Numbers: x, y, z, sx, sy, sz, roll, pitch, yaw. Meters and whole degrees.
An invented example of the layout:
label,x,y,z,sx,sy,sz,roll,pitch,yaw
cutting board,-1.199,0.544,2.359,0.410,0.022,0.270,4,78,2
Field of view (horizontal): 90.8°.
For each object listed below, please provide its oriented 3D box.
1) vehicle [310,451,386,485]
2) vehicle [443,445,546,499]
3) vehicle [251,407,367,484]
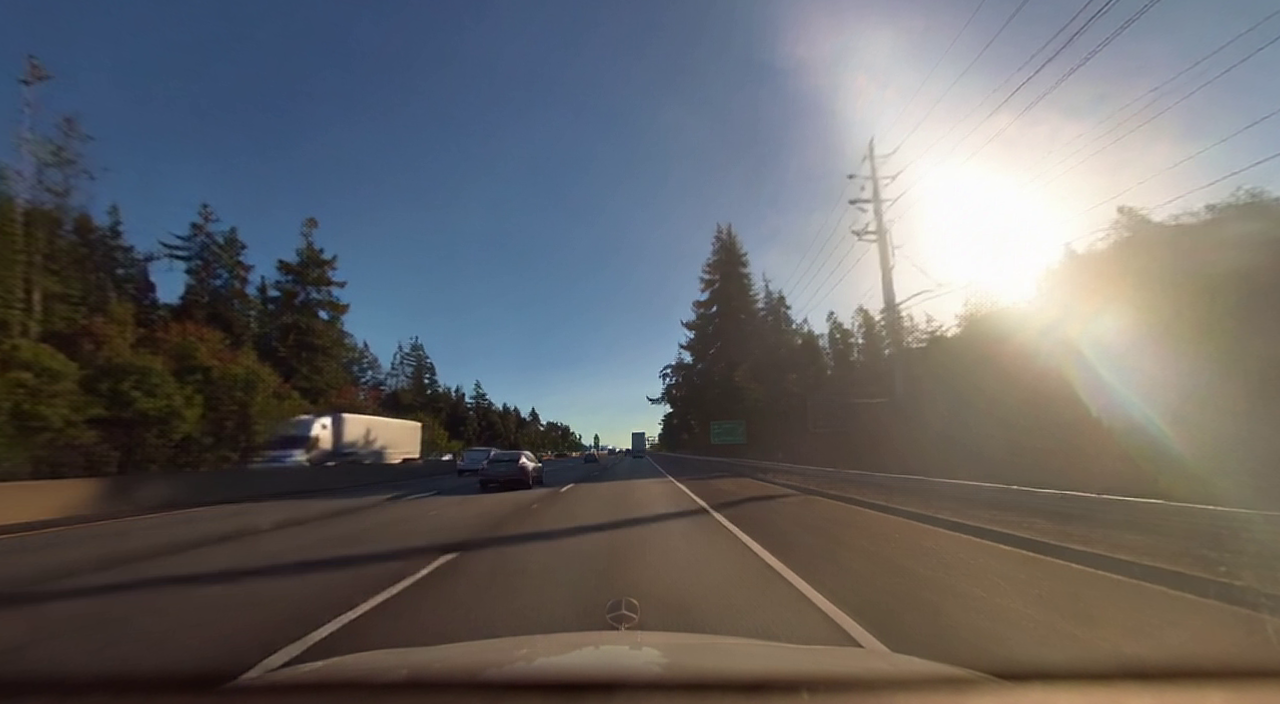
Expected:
label,x,y,z,sx,sy,sz,roll,pitch,yaw
vehicle,-13.299,5.283,28.960,1.729,1.449,3.652,0,-9,0
vehicle,-4.313,3.641,19.493,2.106,1.445,4.404,0,-9,0
vehicle,-18.196,5.229,35.266,2.947,3.887,6.339,0,-9,0
